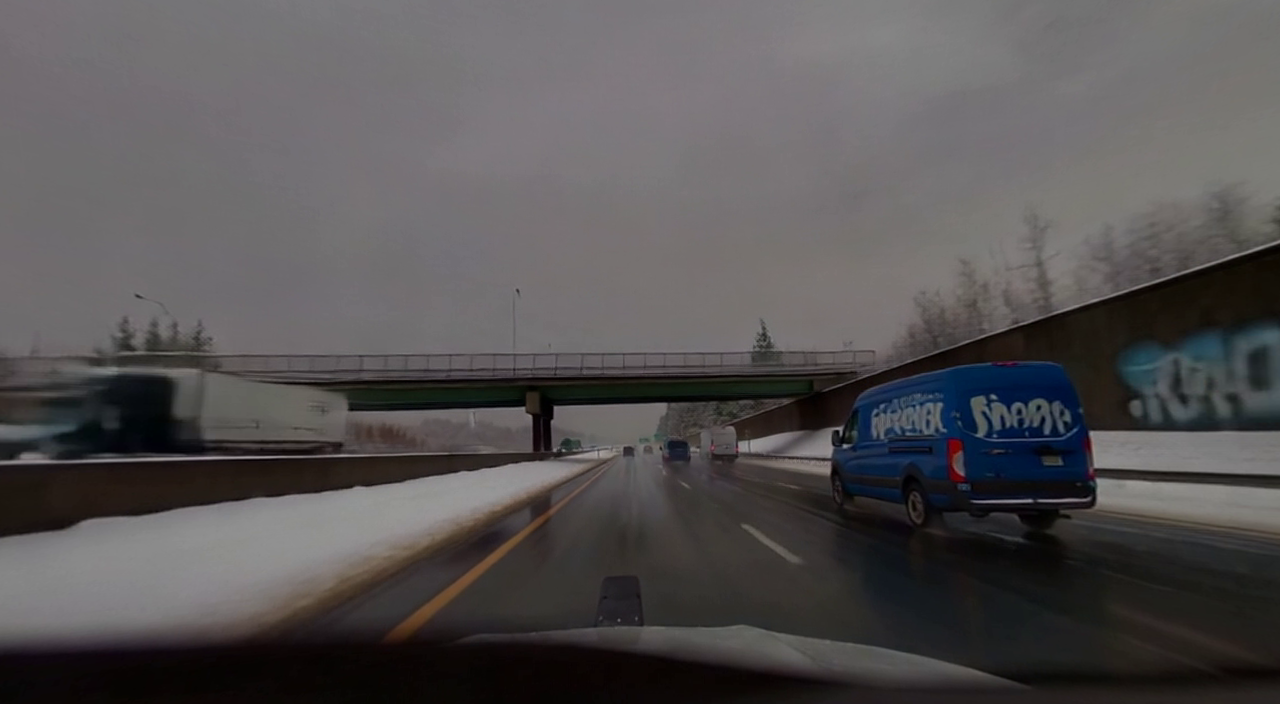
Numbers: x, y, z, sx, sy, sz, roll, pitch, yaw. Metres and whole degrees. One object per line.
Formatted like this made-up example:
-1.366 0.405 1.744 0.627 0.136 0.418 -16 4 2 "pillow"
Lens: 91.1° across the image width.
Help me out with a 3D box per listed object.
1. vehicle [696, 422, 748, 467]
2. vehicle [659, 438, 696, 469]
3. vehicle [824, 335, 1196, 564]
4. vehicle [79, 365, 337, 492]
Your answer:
6.356 7.376 49.958 2.761 3.225 7.624 0 -9 -2 "vehicle"
2.516 6.941 43.224 2.007 1.943 5.010 0 -9 -3 "vehicle"
5.118 1.531 10.194 2.283 2.631 5.719 0 -9 -2 "vehicle"
-16.377 3.235 25.493 2.954 4.027 10.716 0 -9 -1 "vehicle"
